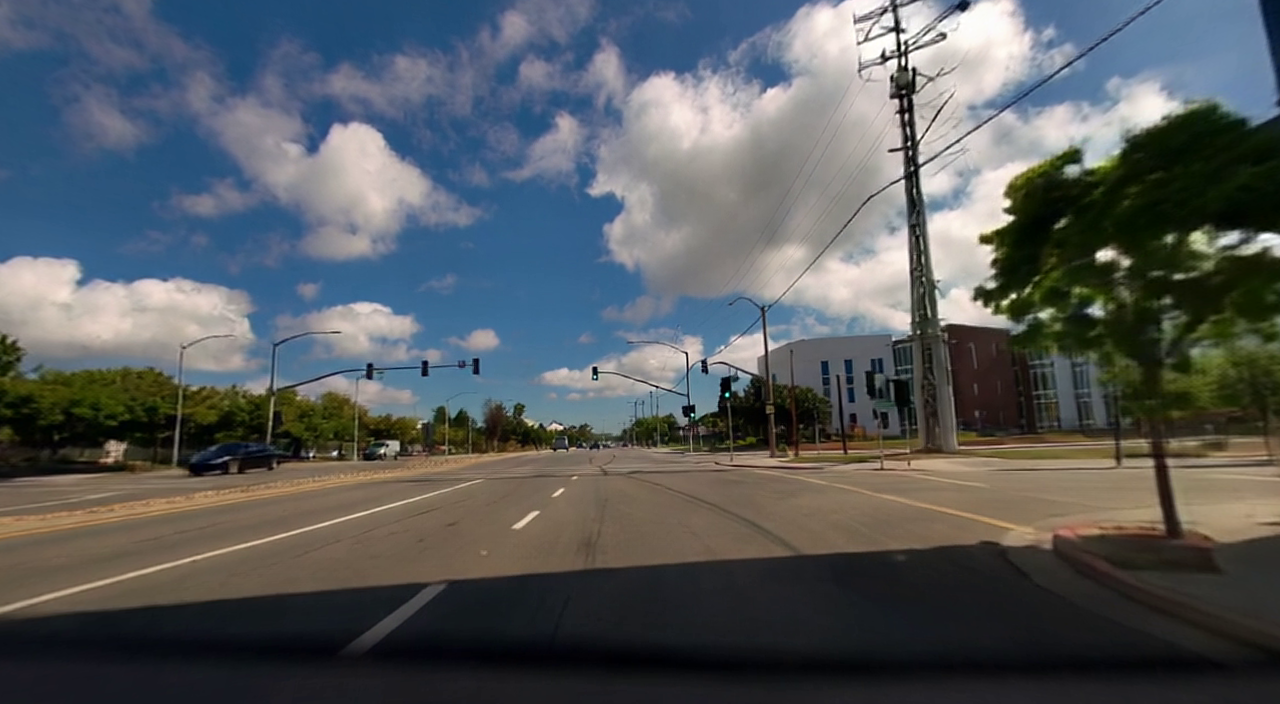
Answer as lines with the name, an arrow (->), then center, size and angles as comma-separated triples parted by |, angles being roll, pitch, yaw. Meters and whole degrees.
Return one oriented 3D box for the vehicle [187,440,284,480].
vehicle -> -20.700, 5.515, 32.585 | 2.097, 1.858, 4.601 | 0, -9, -3
